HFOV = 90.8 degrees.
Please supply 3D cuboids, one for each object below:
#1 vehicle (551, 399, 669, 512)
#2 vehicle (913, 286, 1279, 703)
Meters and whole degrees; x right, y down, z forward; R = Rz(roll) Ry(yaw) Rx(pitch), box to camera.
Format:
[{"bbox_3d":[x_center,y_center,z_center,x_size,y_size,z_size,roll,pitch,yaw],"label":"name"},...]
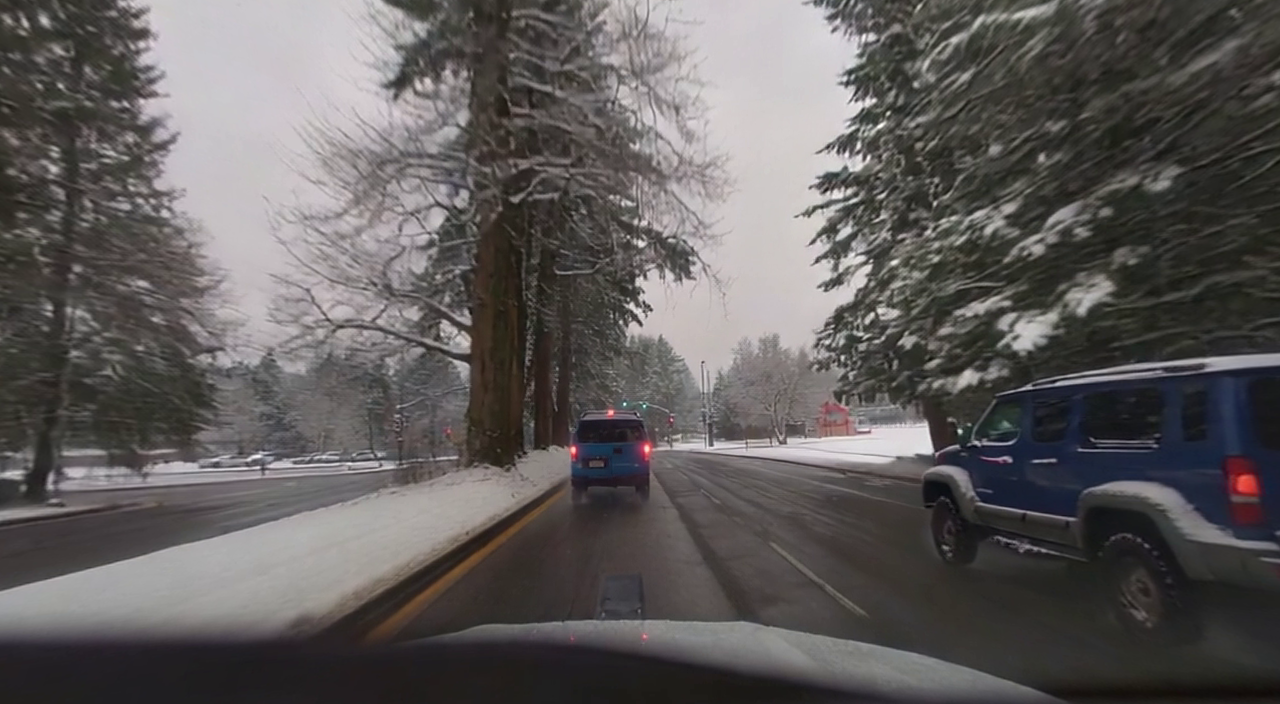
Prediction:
[{"bbox_3d":[-0.539,2.223,13.736,2.145,2.046,4.309,0,-9,0],"label":"vehicle"},{"bbox_3d":[3.724,0.904,4.220,1.988,1.873,3.968,0,-9,0],"label":"vehicle"}]
